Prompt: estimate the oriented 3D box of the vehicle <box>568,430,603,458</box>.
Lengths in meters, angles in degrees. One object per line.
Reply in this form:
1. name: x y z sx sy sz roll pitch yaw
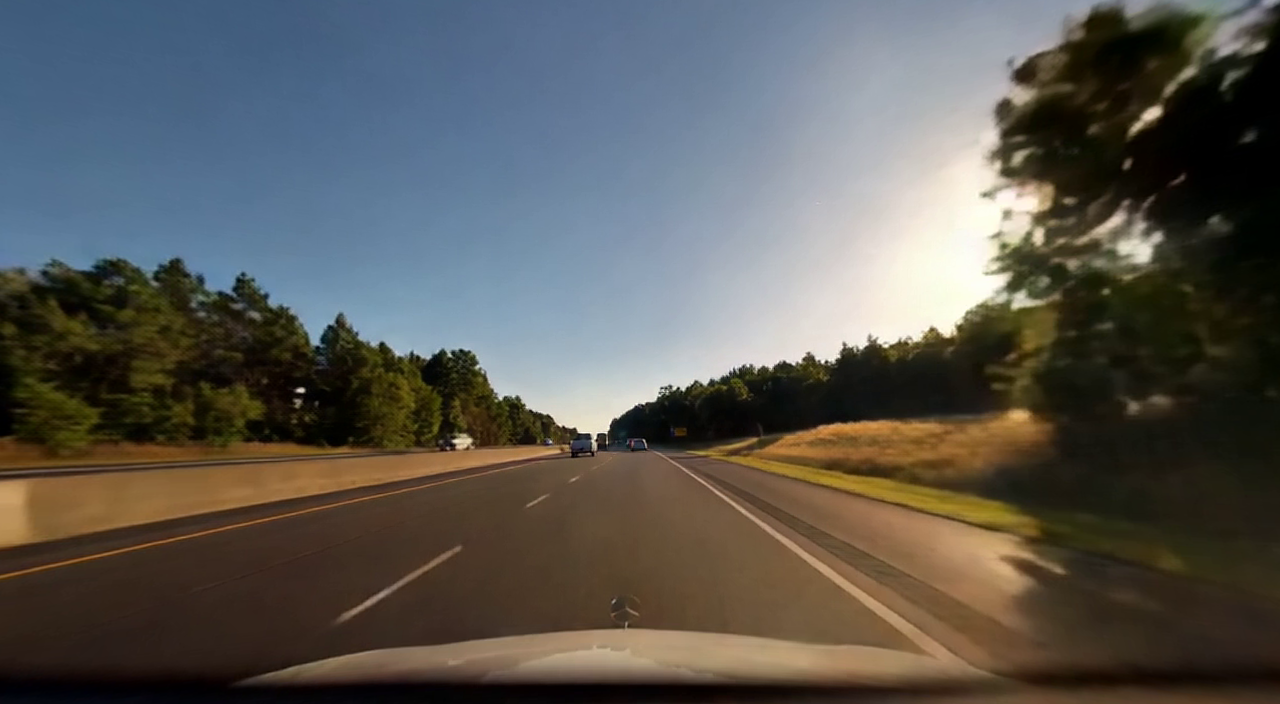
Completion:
1. vehicle: -4.072 7.015 48.050 2.241 2.034 4.890 0 -8 0
